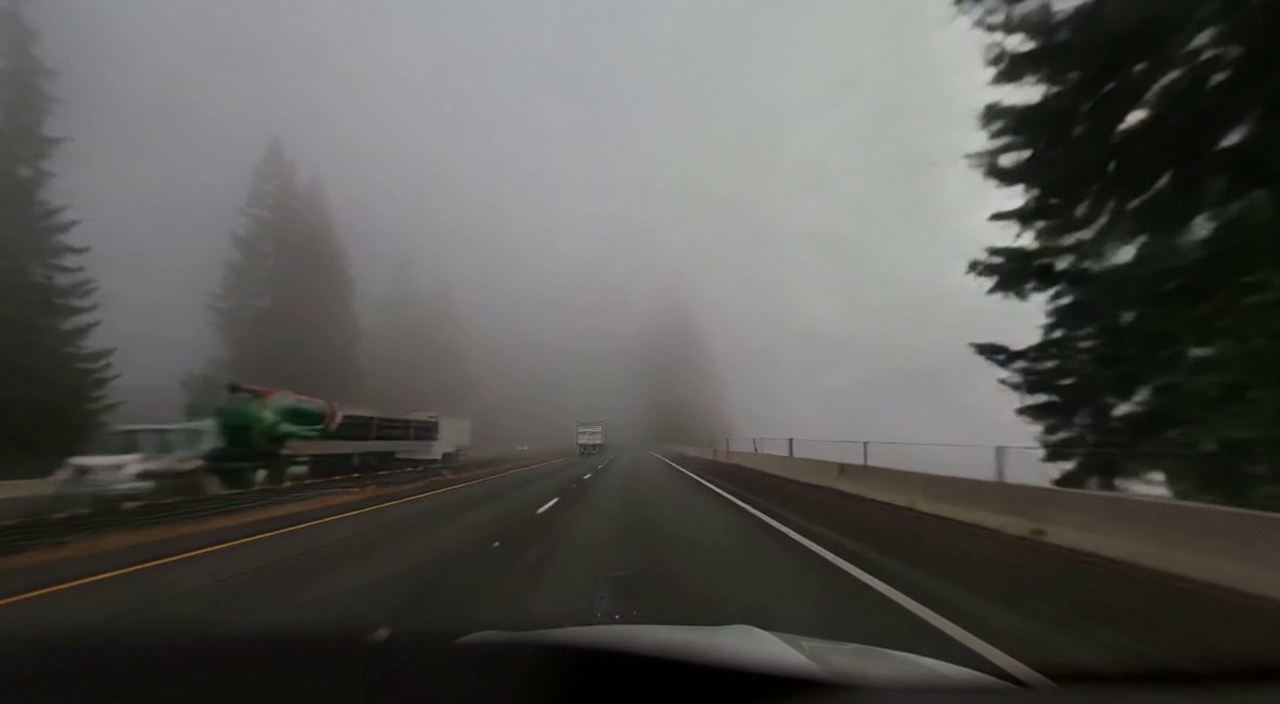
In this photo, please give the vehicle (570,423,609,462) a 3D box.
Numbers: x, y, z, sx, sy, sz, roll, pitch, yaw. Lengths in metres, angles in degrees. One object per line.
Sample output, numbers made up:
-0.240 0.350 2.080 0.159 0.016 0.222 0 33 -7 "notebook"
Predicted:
-3.654 6.654 46.432 2.484 2.625 5.907 0 -8 -1 "vehicle"
